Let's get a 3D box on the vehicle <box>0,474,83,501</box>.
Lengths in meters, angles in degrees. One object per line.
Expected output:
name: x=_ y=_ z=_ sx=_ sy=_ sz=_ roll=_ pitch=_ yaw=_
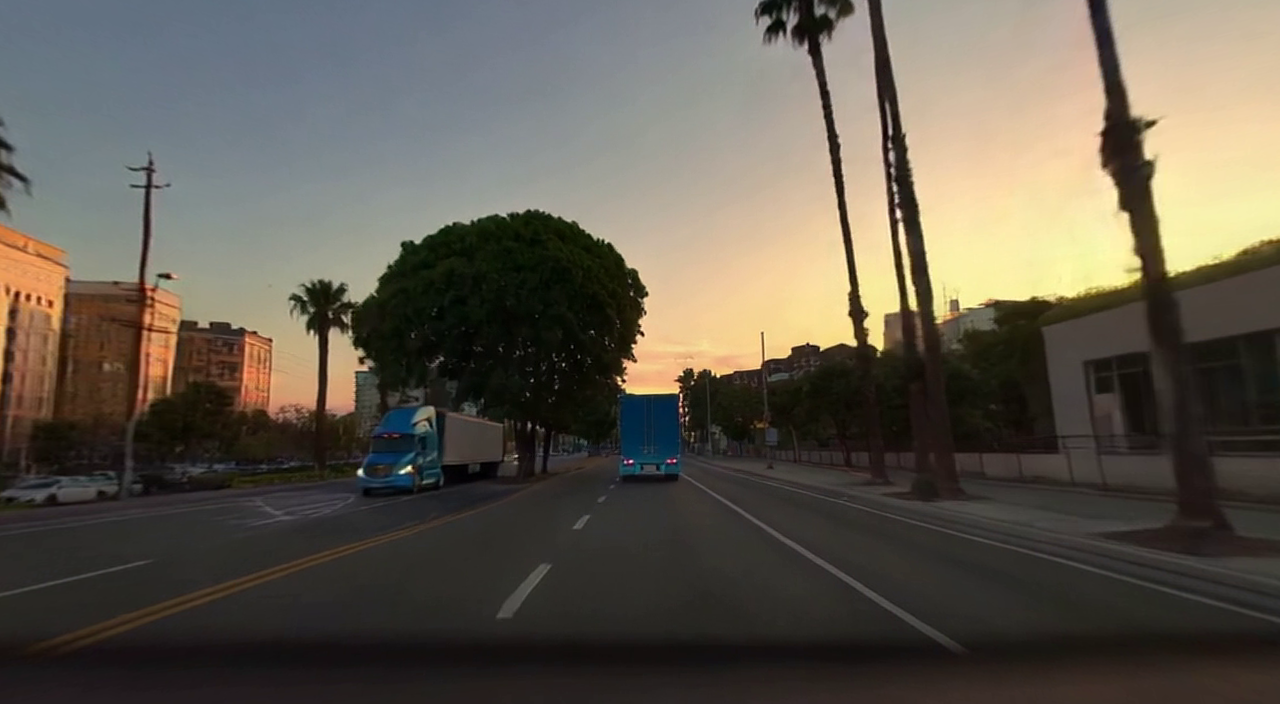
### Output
vehicle: x=-35.285 y=7.941 z=36.801 sx=3.645 sy=1.436 sz=1.673 roll=0 pitch=-9 yaw=1

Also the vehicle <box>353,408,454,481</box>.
vehicle: x=-14.009 y=5.595 z=37.969 sx=3.008 sy=3.997 sz=7.313 roll=0 pitch=-9 yaw=2

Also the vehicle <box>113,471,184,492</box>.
vehicle: x=-35.414 y=9.316 z=45.265 sx=3.601 sy=1.427 sz=1.646 roll=0 pitch=-9 yaw=-2

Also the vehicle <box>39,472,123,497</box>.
vehicle: x=-35.205 y=8.352 z=39.589 sx=3.645 sy=1.423 sz=1.671 roll=0 pitch=-9 yaw=2

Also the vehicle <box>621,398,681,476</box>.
vehicle: x=0.368 y=5.194 z=37.773 sx=2.992 sy=3.949 sz=11.815 roll=0 pitch=-9 yaw=-2
